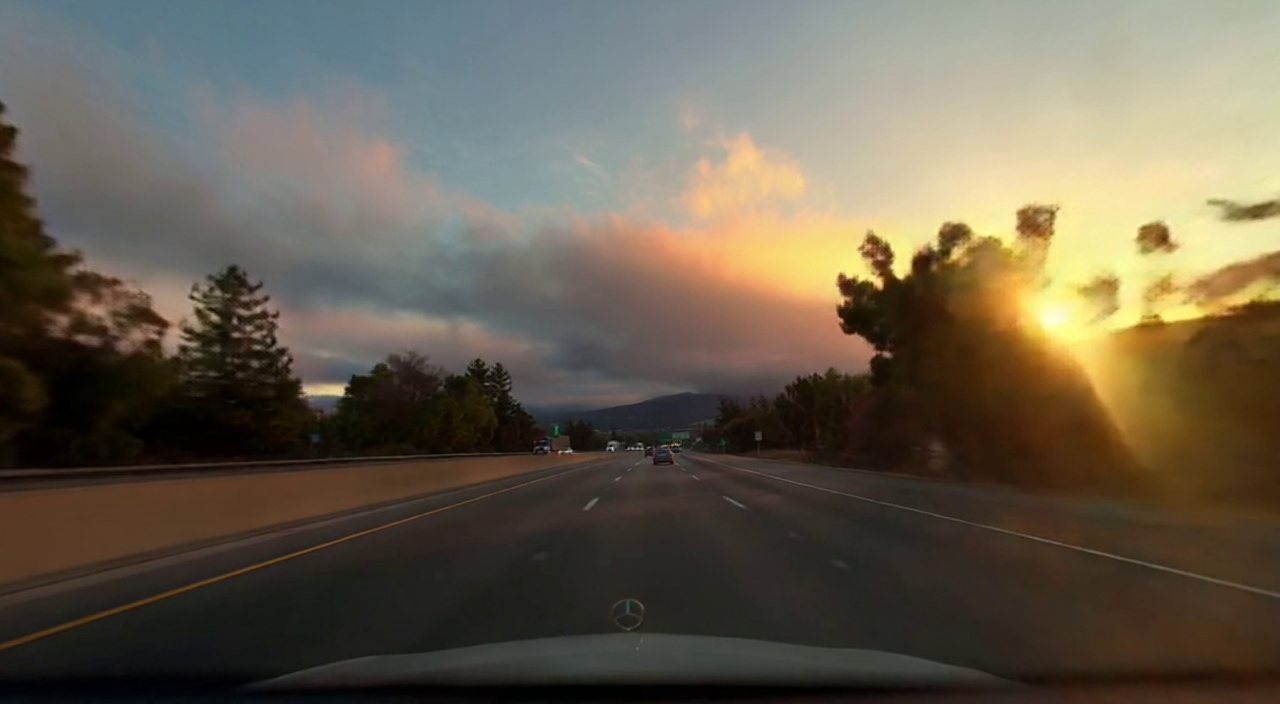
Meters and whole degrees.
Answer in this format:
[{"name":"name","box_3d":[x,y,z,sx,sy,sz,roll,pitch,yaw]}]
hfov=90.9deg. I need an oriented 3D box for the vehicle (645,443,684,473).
[{"name":"vehicle","box_3d":[1.451,6.415,38.341,2.231,1.652,4.503,0,-9,1]}]
